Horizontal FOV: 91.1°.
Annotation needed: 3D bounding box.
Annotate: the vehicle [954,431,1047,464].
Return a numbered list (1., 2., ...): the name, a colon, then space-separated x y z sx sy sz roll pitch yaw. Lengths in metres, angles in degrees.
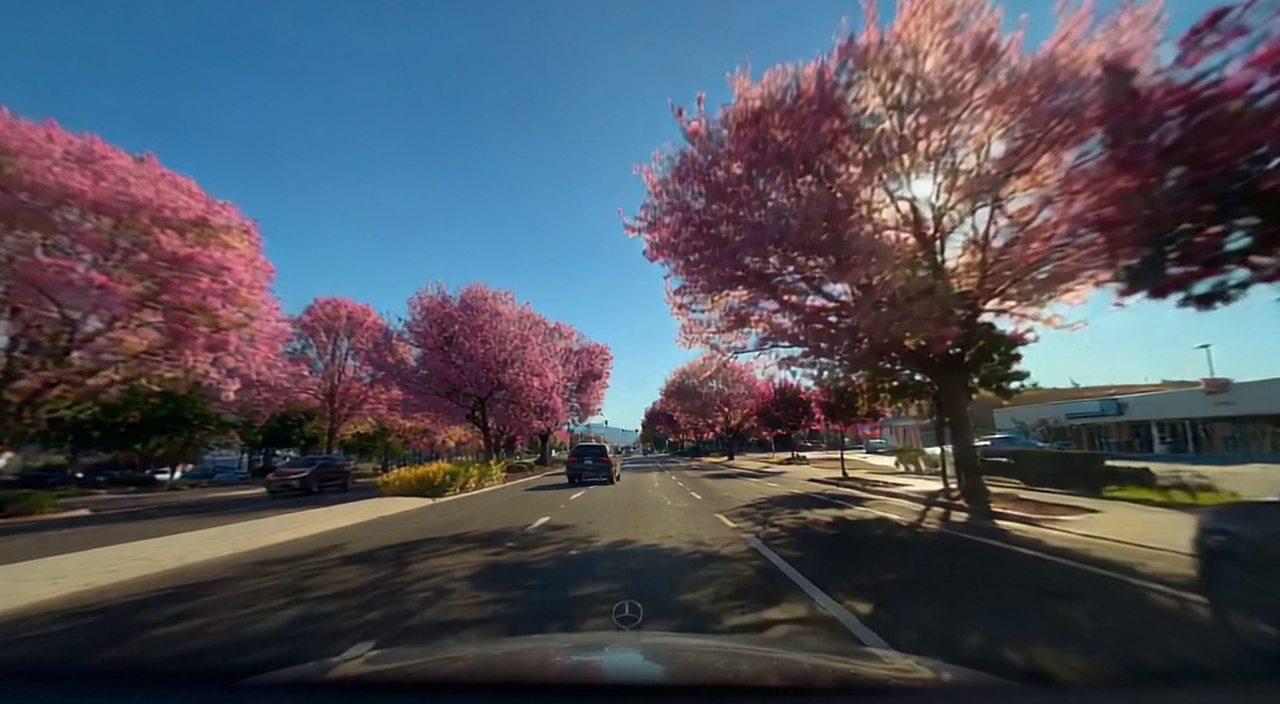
1. vehicle: 23.046 6.188 40.559 2.265 1.904 6.201 -2 -9 -1

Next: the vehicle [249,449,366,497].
1. vehicle: -12.584 4.570 24.151 2.071 1.619 4.567 0 -8 -1

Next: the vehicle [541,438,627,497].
1. vehicle: -1.705 3.735 20.731 2.149 1.701 4.379 -1 -8 4
